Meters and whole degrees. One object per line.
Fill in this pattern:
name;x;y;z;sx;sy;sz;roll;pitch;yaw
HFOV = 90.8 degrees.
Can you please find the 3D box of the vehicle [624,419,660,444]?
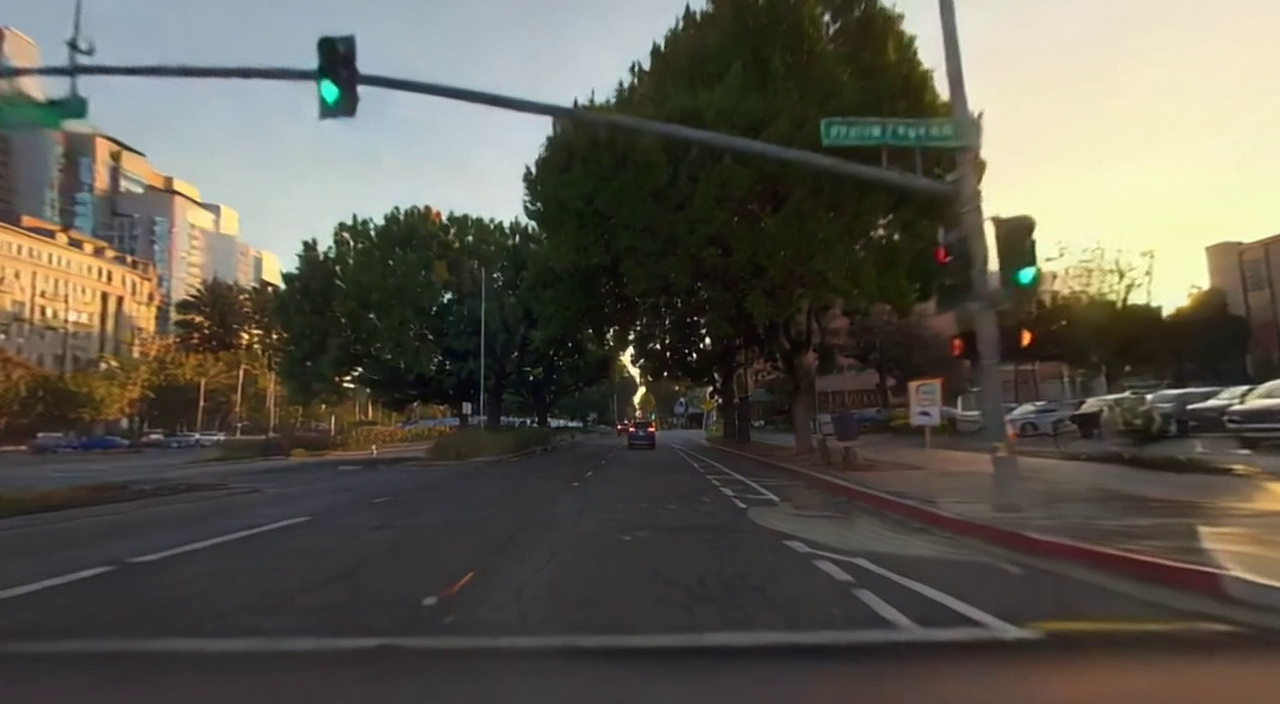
vehicle;0.097;4.986;39.246;2.115;1.461;3.976;0;-8;-1
